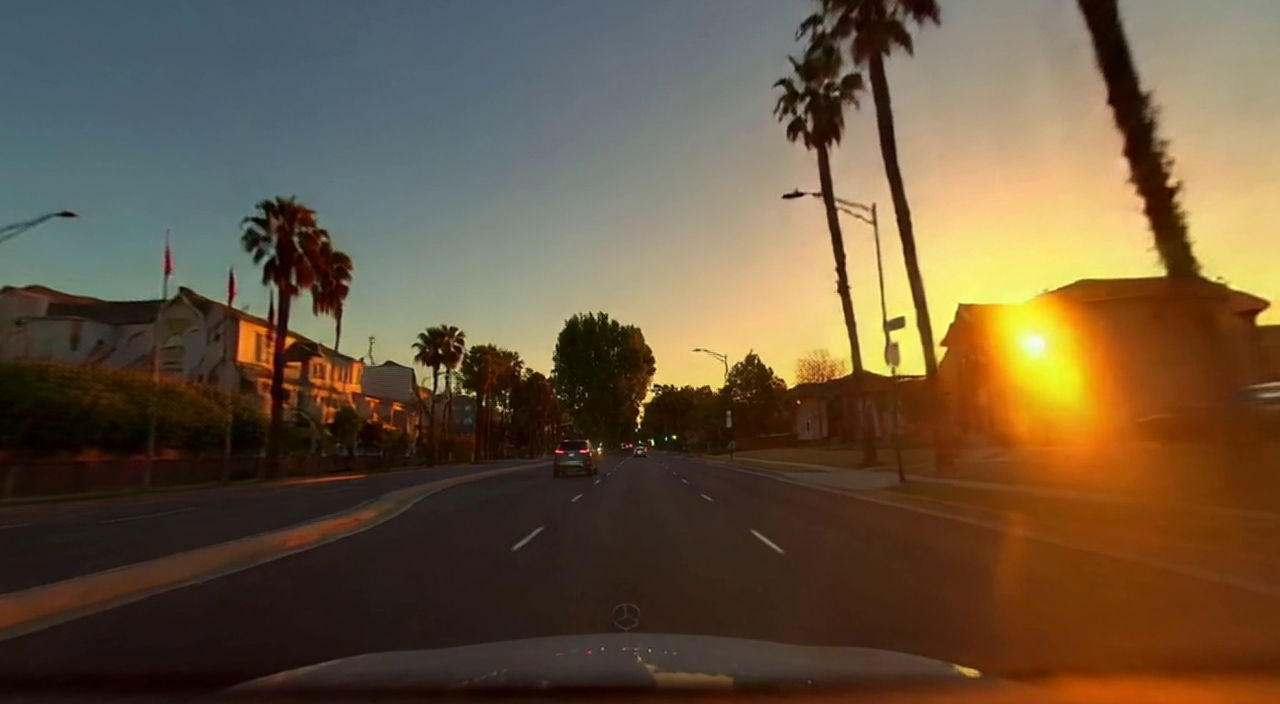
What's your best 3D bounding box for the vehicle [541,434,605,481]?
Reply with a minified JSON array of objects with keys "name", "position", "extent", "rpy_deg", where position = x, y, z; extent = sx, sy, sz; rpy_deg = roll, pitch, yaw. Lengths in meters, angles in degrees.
[{"name":"vehicle","position":[-3.006,4.952,29.700],"extent":[2.370,1.968,5.698],"rpy_deg":[0,-9,1]}]
